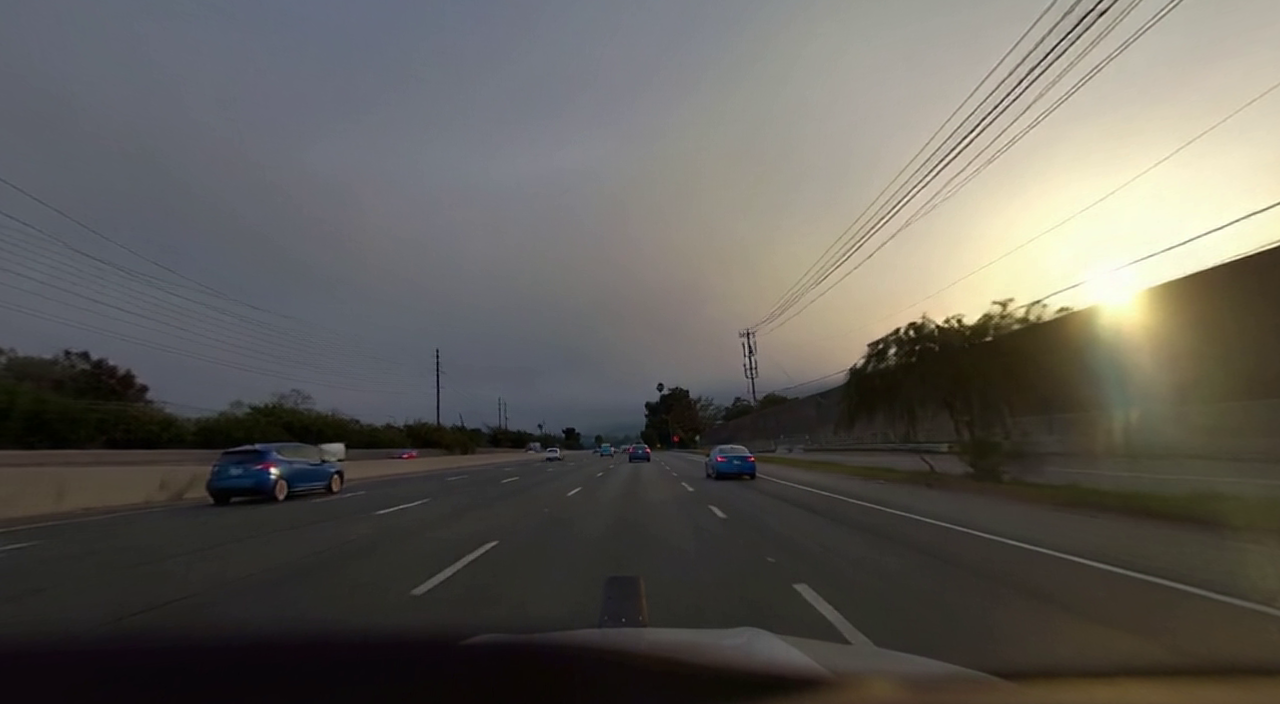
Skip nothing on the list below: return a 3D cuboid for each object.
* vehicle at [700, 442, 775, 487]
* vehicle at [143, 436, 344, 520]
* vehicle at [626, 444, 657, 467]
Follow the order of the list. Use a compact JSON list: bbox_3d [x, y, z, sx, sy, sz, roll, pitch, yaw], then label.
[{"bbox_3d":[3.572,4.204,23.934,2.060,1.526,4.387,0,-8,-1],"label":"vehicle"},{"bbox_3d":[-10.403,3.304,17.195,2.241,1.810,4.966,-3,-8,1],"label":"vehicle"},{"bbox_3d":[0.098,7.159,43.739,2.036,1.474,3.969,0,-8,0],"label":"vehicle"}]
